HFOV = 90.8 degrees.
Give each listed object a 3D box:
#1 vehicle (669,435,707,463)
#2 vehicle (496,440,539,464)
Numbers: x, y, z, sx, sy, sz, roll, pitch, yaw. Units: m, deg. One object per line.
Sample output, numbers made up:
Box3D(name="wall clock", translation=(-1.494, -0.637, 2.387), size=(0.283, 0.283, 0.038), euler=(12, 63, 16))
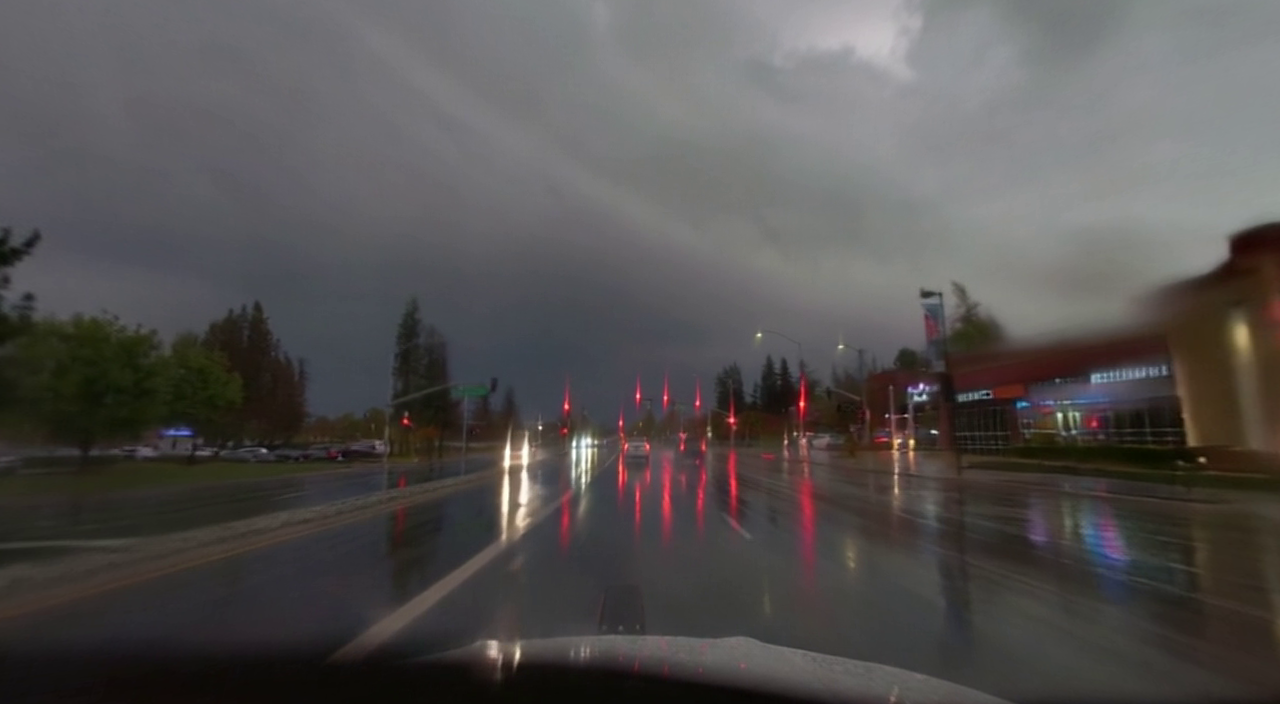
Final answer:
Box3D(name="vehicle", translation=(3.156, 6.457, 42.150), size=(2.103, 1.726, 4.385), euler=(0, -9, -1))
Box3D(name="vehicle", translation=(-8.285, 6.816, 43.100), size=(1.969, 1.526, 4.261), euler=(0, -9, 1))
